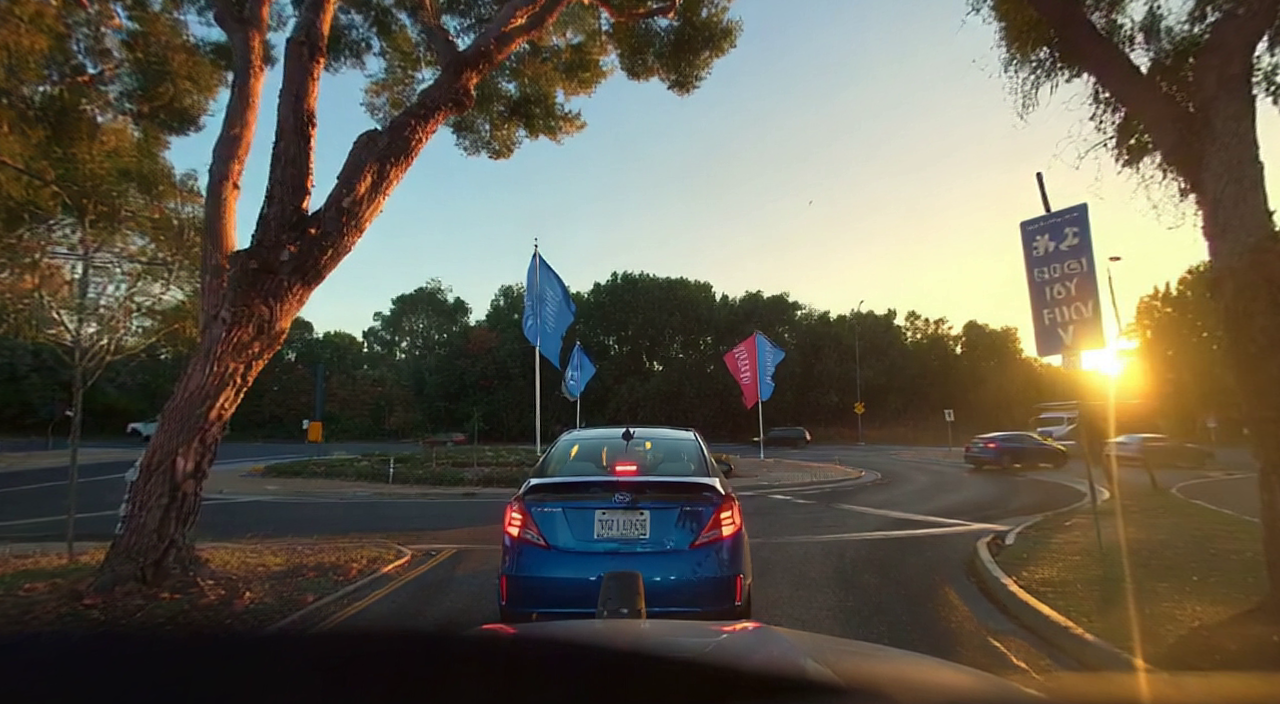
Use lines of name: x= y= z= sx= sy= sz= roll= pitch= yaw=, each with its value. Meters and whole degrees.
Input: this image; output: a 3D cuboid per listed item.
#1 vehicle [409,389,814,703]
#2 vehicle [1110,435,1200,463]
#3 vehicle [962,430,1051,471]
vehicle: x=-0.063 y=1.324 z=5.317 sx=2.078 sy=1.607 sz=4.010 roll=-1 pitch=-9 yaw=3
vehicle: x=29.302 y=5.527 z=35.876 sx=4.147 sy=1.475 sz=1.850 roll=2 pitch=-9 yaw=-17
vehicle: x=16.519 y=4.439 z=28.323 sx=4.485 sy=1.691 sz=2.132 roll=8 pitch=-12 yaw=-43
